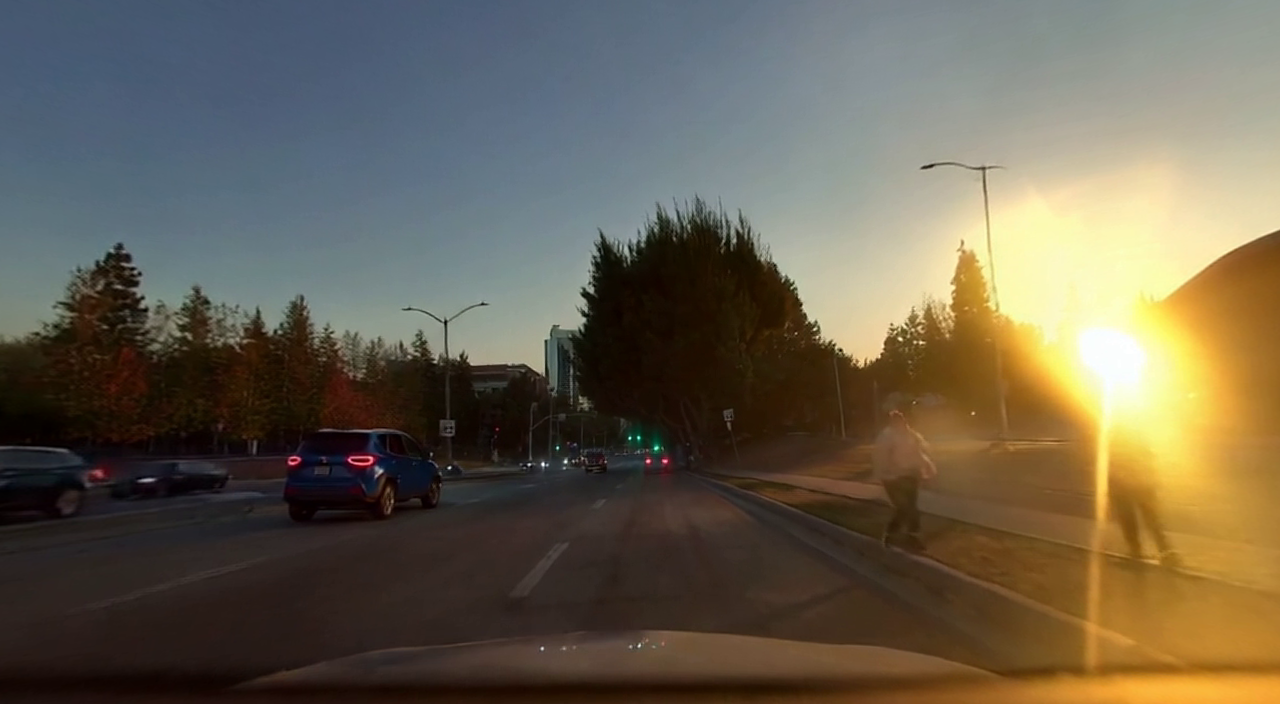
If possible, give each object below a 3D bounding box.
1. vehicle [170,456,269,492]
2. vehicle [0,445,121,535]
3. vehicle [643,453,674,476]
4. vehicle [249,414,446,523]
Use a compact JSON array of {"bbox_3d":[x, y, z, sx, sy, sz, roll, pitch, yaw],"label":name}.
[{"bbox_3d":[-21.562,6.234,32.569,1.981,1.650,4.491,0,-8,1],"label":"vehicle"},{"bbox_3d":[-12.051,2.396,10.925,2.064,1.515,5.056,0,-8,-4],"label":"vehicle"},{"bbox_3d":[1.285,7.980,44.908,2.091,1.494,3.962,0,-8,0],"label":"vehicle"},{"bbox_3d":[-5.834,2.377,13.322,2.027,1.908,4.273,0,-8,1],"label":"vehicle"}]
